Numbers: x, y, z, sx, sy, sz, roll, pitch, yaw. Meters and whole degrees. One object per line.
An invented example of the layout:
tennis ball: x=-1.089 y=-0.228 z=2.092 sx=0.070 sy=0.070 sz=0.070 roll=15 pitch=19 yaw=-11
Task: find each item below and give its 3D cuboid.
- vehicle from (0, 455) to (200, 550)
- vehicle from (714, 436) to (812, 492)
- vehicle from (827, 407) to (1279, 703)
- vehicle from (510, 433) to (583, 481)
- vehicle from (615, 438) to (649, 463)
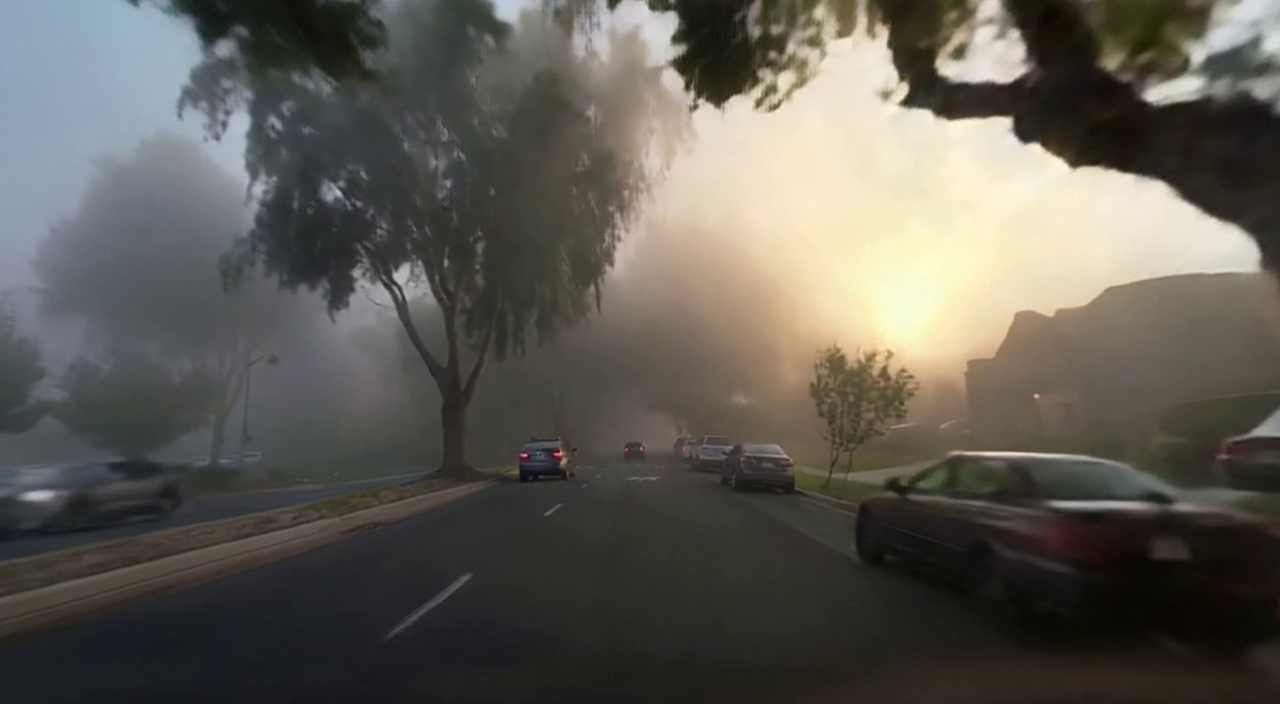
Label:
vehicle: x=-11.530 y=2.911 z=12.887 sx=2.167 sy=1.497 sz=4.256 roll=0 pitch=-8 yaw=-2
vehicle: x=3.657 y=3.426 z=19.791 sx=2.019 sy=1.495 sz=4.755 roll=0 pitch=-8 yaw=-1
vehicle: x=3.286 y=1.359 z=5.420 sx=2.006 sy=1.518 sz=4.534 roll=-1 pitch=-8 yaw=1
vehicle: x=-3.552 y=4.085 z=24.959 sx=2.129 sy=1.668 sz=4.722 roll=0 pitch=-8 yaw=1
vehicle: x=-0.516 y=6.568 z=42.380 sx=2.142 sy=1.548 sz=4.273 roll=0 pitch=-8 yaw=0
